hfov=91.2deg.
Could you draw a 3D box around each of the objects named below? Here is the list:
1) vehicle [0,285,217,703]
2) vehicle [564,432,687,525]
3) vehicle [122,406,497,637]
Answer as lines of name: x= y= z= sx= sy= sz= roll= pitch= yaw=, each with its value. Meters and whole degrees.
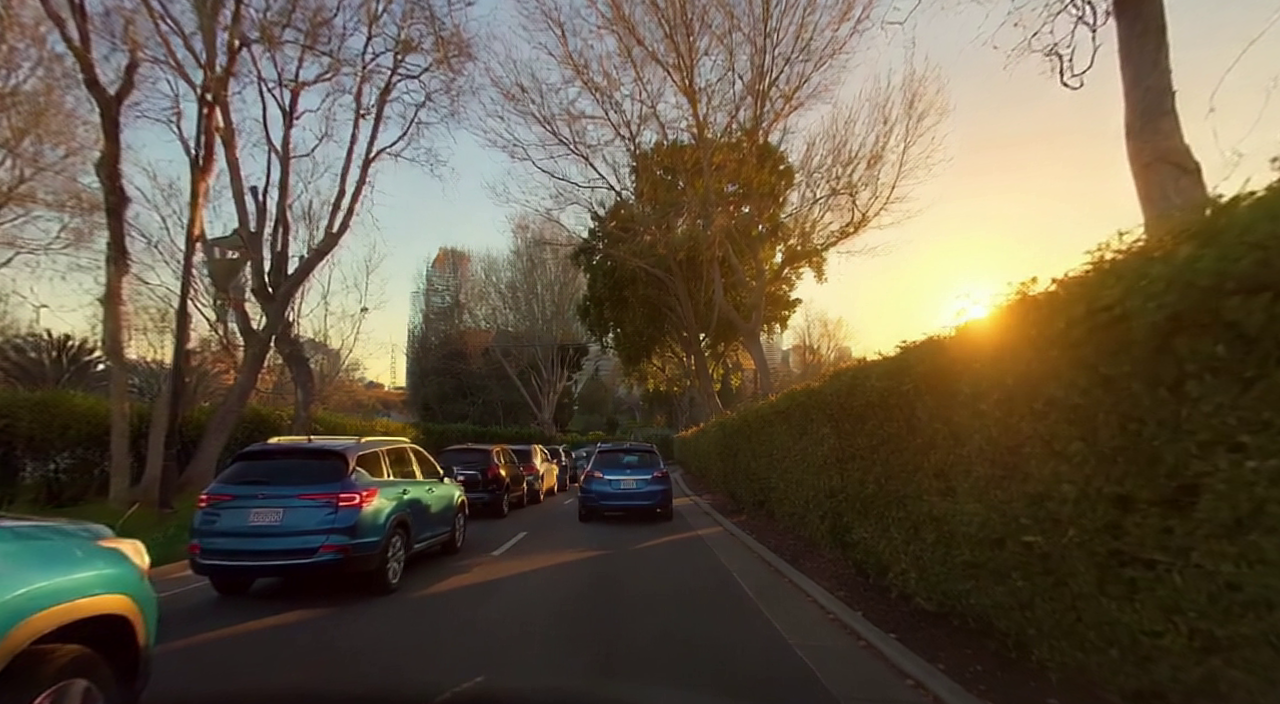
vehicle: x=-3.276 y=0.591 z=0.627 sx=2.205 sy=1.913 sz=5.327 roll=-5 pitch=-8 yaw=-2
vehicle: x=-0.285 y=2.528 z=13.008 sx=2.154 sy=1.581 sz=4.007 roll=0 pitch=-9 yaw=-1
vehicle: x=-3.393 y=1.772 z=7.647 sx=2.256 sy=1.728 sz=4.421 roll=-6 pitch=-8 yaw=-2
